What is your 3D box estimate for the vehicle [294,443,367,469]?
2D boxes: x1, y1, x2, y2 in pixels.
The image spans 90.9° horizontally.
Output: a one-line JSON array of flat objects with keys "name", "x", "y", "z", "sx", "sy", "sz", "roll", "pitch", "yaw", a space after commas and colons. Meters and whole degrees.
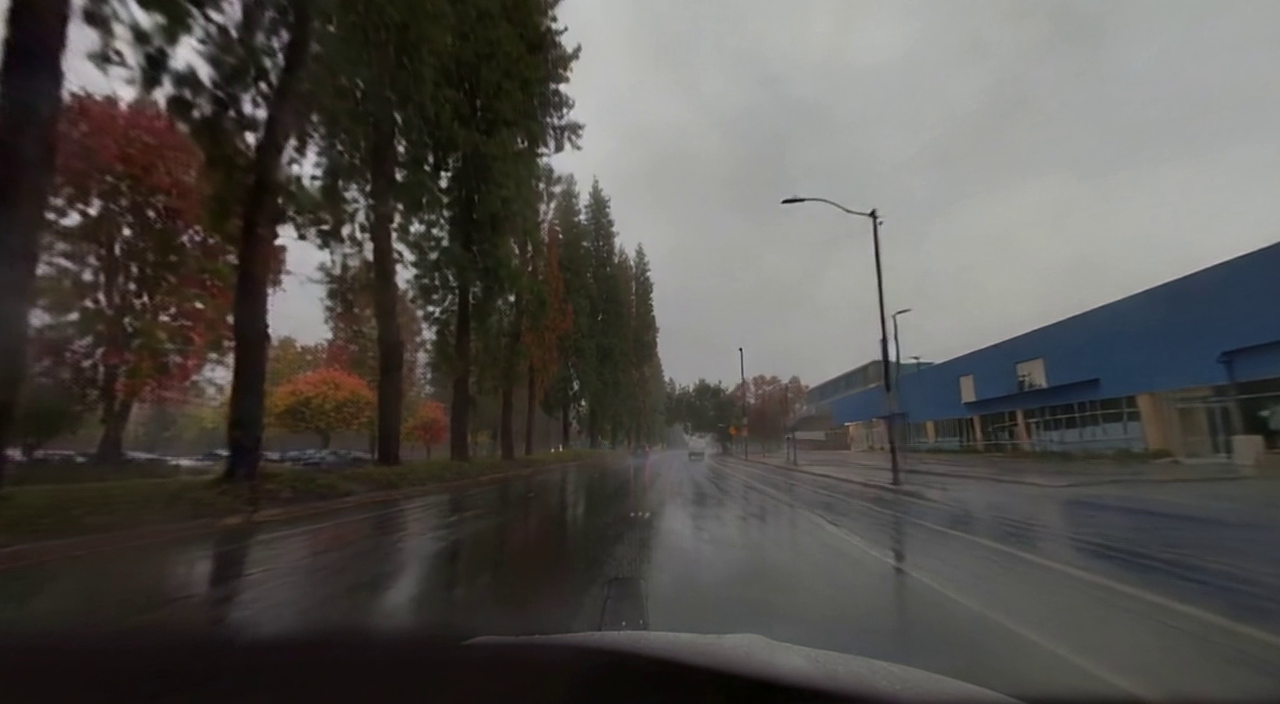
[{"name": "vehicle", "x": -23.056, "y": 7.765, "z": 47.300, "sx": 2.162, "sy": 1.818, "sz": 5.758, "roll": -1, "pitch": -9, "yaw": 4}]
